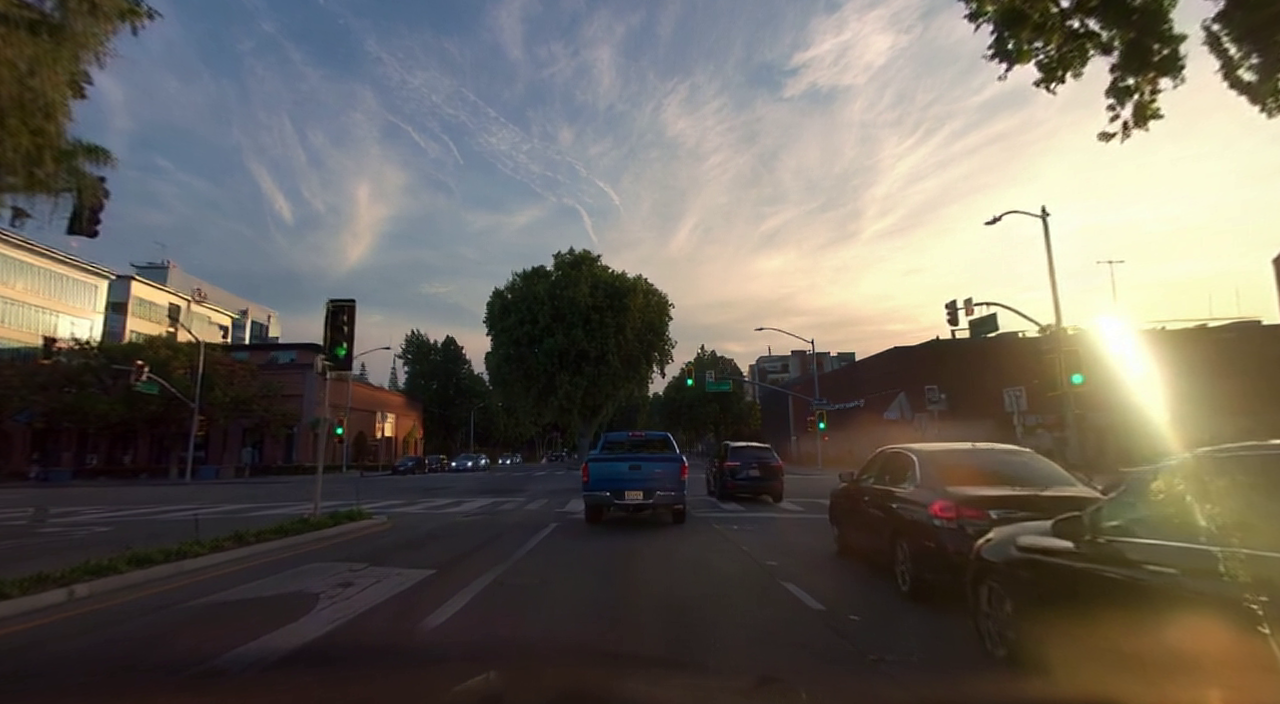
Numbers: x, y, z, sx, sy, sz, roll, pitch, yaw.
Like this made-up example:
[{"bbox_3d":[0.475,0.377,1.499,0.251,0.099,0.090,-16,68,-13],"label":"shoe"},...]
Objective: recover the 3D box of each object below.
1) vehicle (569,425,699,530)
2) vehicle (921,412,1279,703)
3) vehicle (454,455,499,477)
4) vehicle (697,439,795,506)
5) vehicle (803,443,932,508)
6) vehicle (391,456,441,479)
[{"bbox_3d":[-0.192,2.618,13.813,2.344,1.883,4.572,0,-8,-2],"label":"vehicle"},{"bbox_3d":[3.227,1.010,2.637,2.057,1.463,4.365,0,-8,-1],"label":"vehicle"},{"bbox_3d":[-11.797,8.239,45.832,1.989,1.459,4.667,0,-8,0],"label":"vehicle"},{"bbox_3d":[3.043,3.559,19.179,2.013,1.742,4.424,0,-8,-2],"label":"vehicle"},{"bbox_3d":[6.428,3.501,18.435,2.002,1.651,4.305,0,-8,-2],"label":"vehicle"},{"bbox_3d":[-15.848,8.193,44.957,1.915,1.491,4.347,0,-8,0],"label":"vehicle"}]
